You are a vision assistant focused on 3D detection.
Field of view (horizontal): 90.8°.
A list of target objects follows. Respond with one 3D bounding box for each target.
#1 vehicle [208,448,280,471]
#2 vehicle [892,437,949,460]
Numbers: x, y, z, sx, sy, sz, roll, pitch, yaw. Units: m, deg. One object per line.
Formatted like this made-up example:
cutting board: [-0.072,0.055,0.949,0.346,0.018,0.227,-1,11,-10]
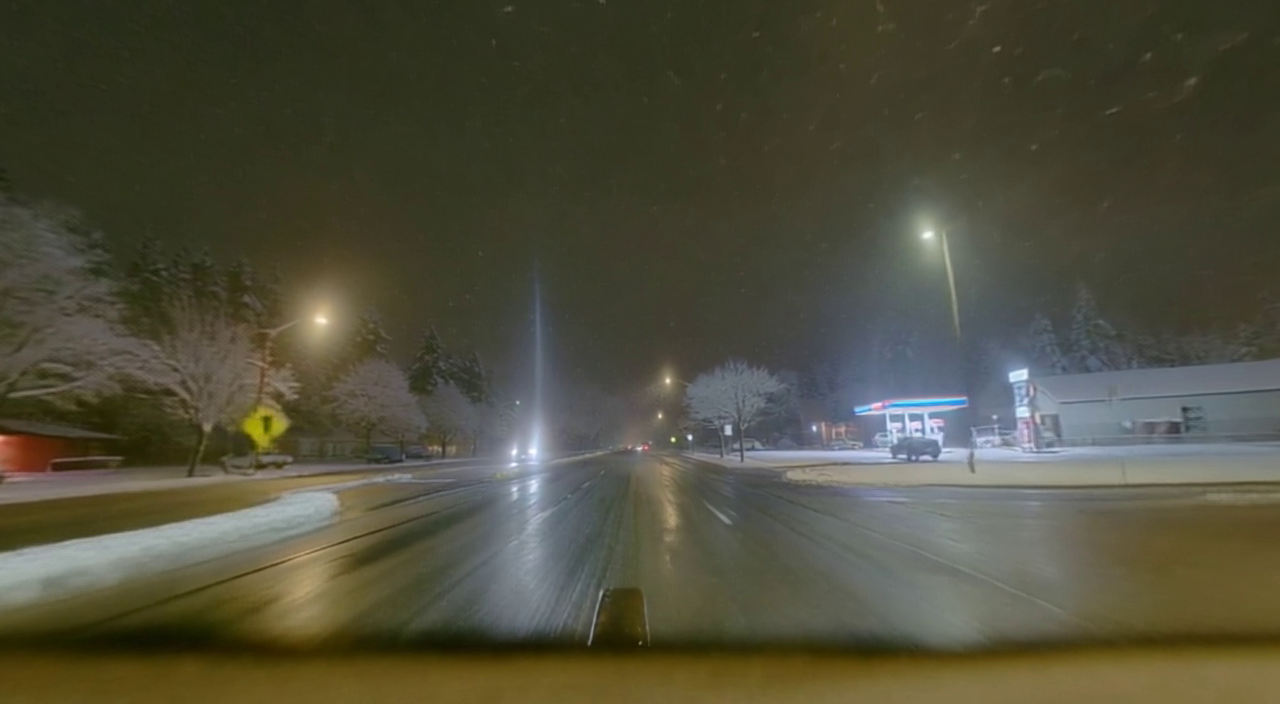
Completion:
vehicle: [-31.088,8.451,49.672,4.290,1.701,2.002,0,-9,-3]
vehicle: [19.224,6.630,43.468,1.994,1.452,4.227,0,-9,0]
